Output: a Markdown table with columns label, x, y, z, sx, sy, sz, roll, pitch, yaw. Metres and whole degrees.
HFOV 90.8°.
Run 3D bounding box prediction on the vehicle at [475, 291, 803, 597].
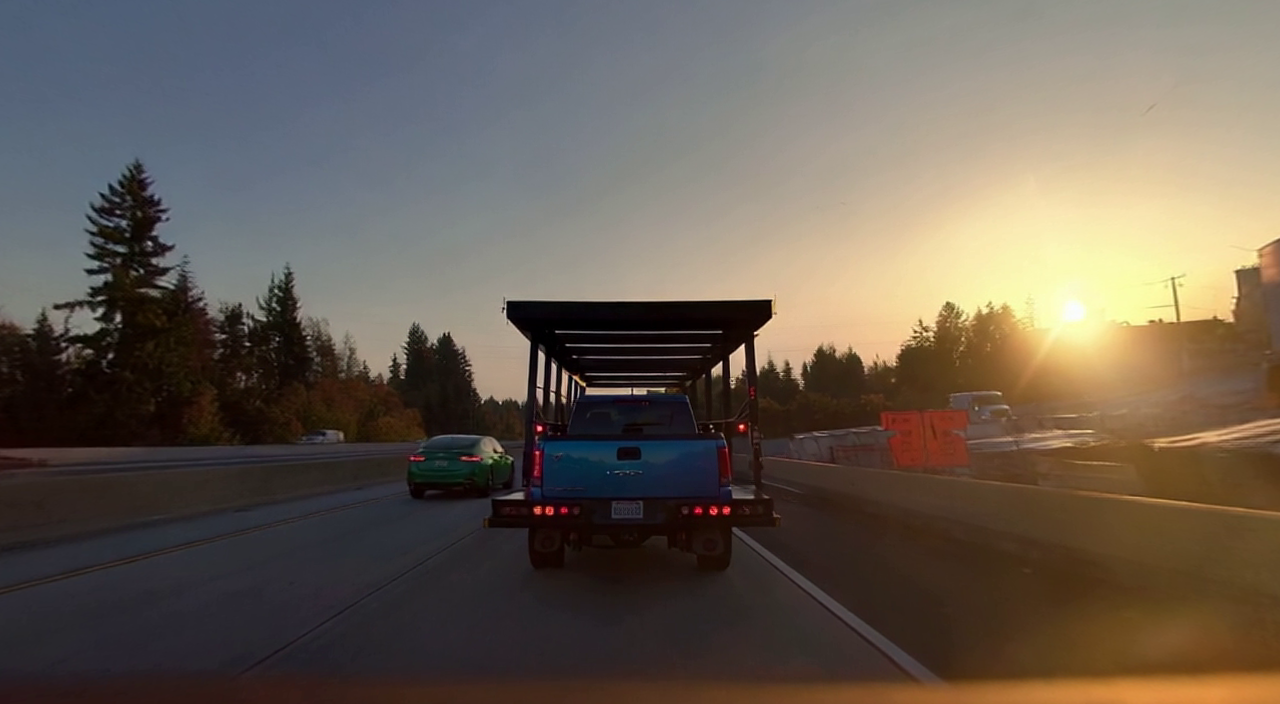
| label | x | y | z | sx | sy | sz | roll | pitch | yaw |
| --- | --- | --- | --- | --- | --- | --- | --- | --- | --- |
| vehicle | -0.182 | 1.523 | 10.610 | 2.735 | 2.597 | 10.435 | 0 | -9 | -2 |

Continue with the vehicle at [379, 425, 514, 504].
| label | x | y | z | sx | sy | sz | roll | pitch | yaw |
| --- | --- | --- | --- | --- | --- | --- | --- | --- | --- |
| vehicle | -4.586 | 2.736 | 15.826 | 2.057 | 1.665 | 4.572 | 0 | -9 | -2 |

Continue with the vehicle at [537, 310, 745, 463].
| label | x | y | z | sx | sy | sz | roll | pitch | yaw |
| --- | --- | --- | --- | --- | --- | --- | --- | --- | --- |
| vehicle | -0.064 | 0.701 | 8.970 | 2.156 | 1.604 | 4.680 | 0 | -9 | -2 |
